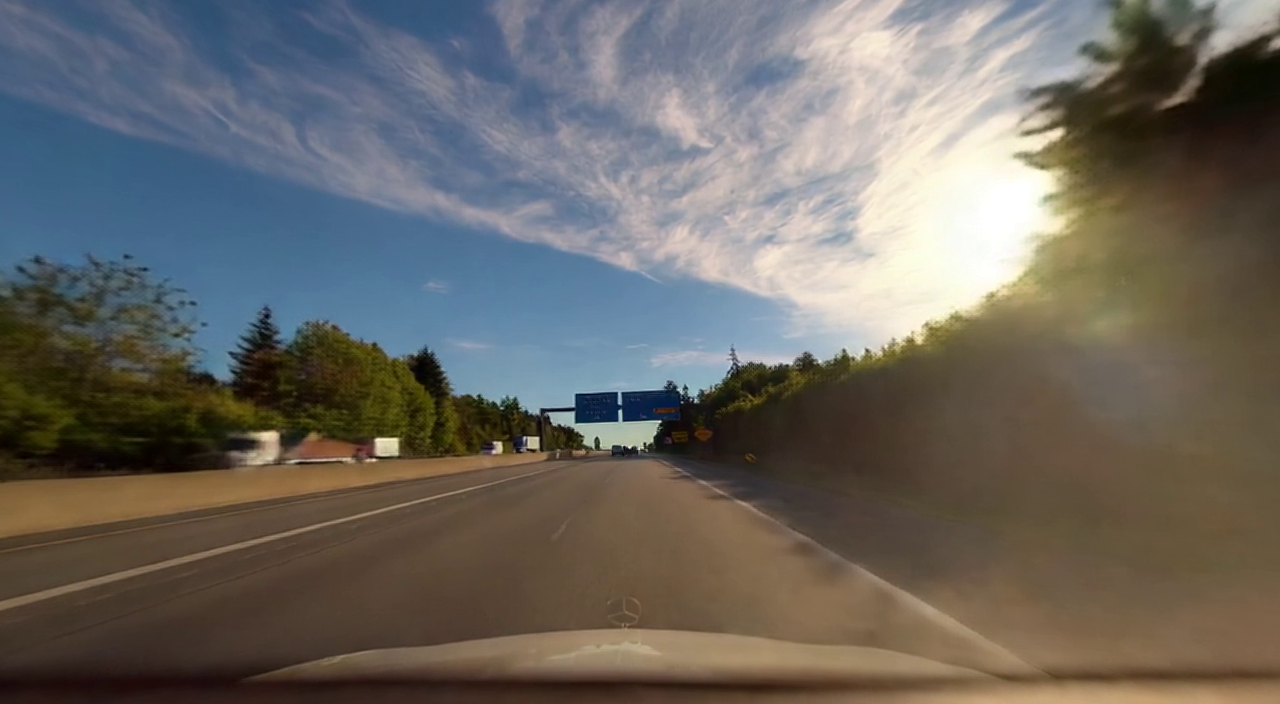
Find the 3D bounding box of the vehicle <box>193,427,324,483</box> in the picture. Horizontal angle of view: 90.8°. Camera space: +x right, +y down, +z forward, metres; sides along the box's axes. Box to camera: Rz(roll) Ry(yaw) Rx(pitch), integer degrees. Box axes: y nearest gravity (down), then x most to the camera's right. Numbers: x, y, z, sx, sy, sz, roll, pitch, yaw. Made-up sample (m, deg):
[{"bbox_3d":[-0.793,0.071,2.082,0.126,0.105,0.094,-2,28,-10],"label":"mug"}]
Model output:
[{"bbox_3d":[-20.423,5.553,34.417,2.641,2.694,7.114,0,-9,0],"label":"vehicle"}]
